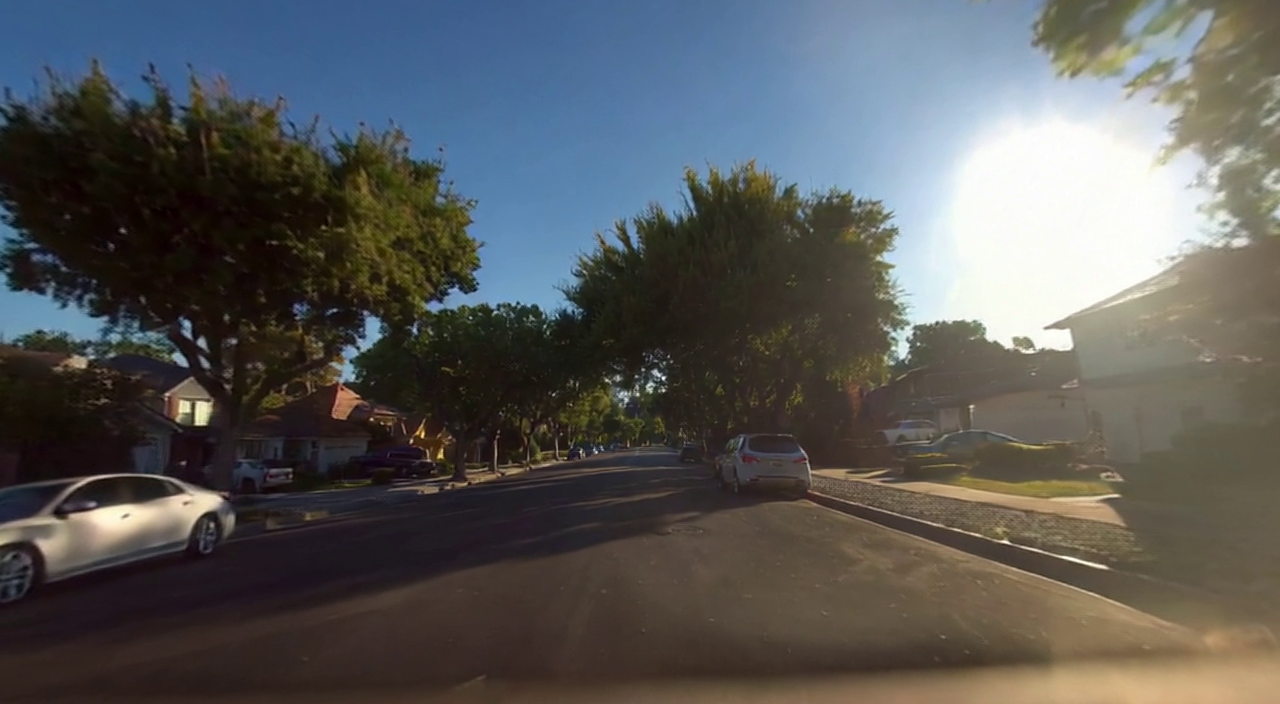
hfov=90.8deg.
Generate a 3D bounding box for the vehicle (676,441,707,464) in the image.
[{"bbox_3d":[3.586,7.052,44.551,2.016,1.567,4.228,0,-8,2],"label":"vehicle"}]

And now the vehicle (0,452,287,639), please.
[{"bbox_3d":[-6.246,1.949,7.047,2.099,1.399,4.357,-4,-8,1],"label":"vehicle"}]

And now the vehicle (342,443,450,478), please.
[{"bbox_3d":[-13.047,5.825,33.972,4.928,1.797,1.981,0,-8,2],"label":"vehicle"}]

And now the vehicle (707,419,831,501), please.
[{"bbox_3d":[3.251,2.876,17.214,2.241,1.875,5.059,0,-8,-1],"label":"vehicle"}]

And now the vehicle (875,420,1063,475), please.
[{"bbox_3d":[10.561,3.147,20.728,5.041,1.486,1.969,-4,-9,13],"label":"vehicle"}]
